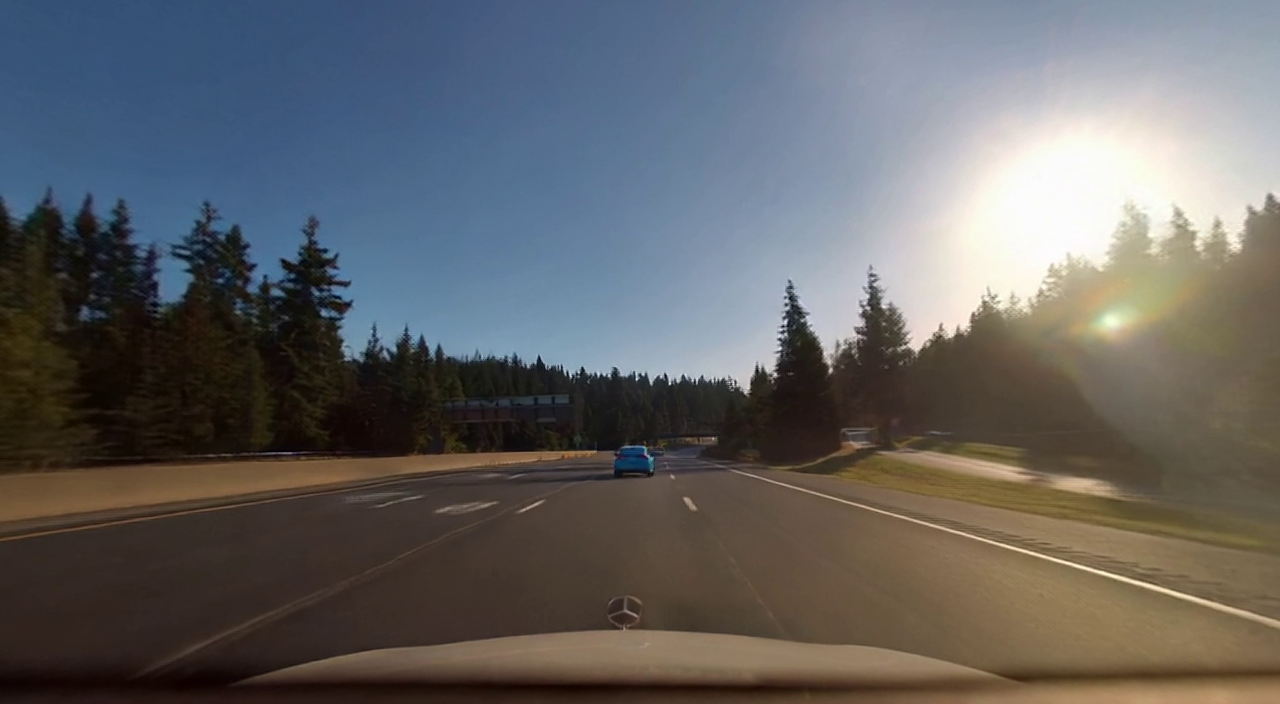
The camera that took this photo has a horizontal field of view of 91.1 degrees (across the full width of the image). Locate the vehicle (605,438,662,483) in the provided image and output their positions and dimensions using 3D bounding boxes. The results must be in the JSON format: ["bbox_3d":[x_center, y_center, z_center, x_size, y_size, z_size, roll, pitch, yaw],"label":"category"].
[{"bbox_3d":[-0.175,4.449,25.990,2.133,1.686,4.203,-1,-8,3],"label":"vehicle"}]
